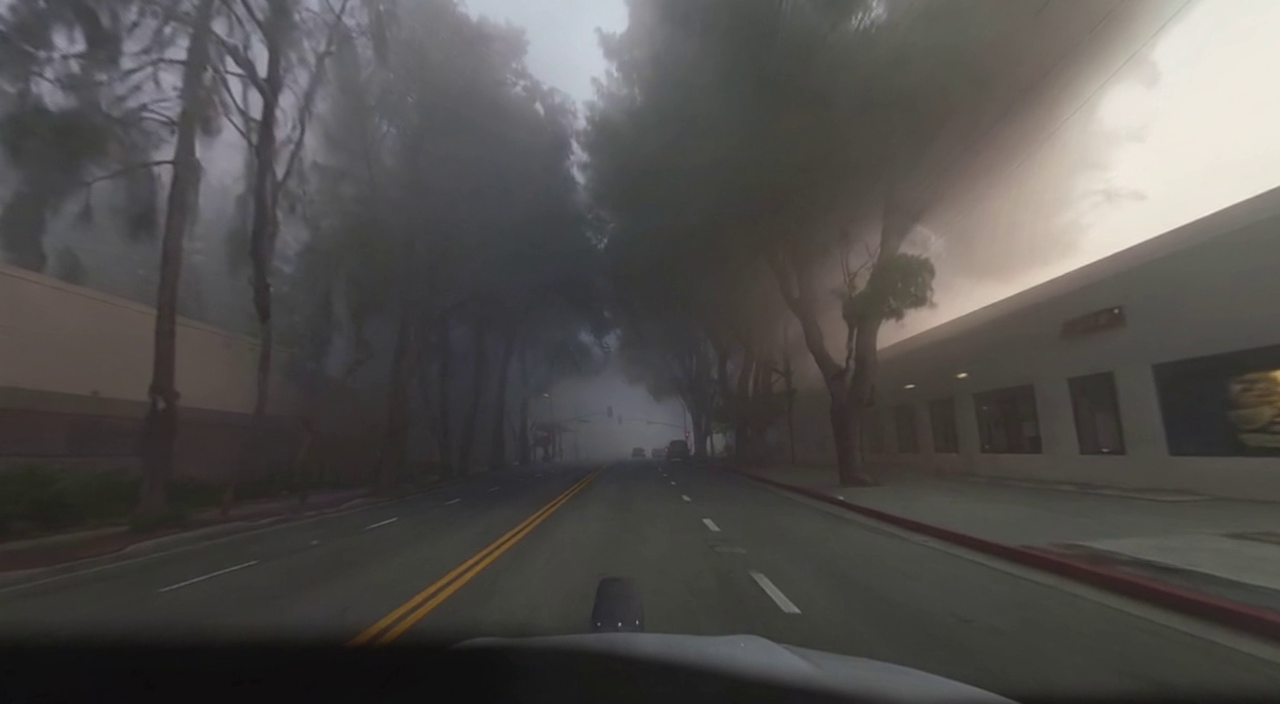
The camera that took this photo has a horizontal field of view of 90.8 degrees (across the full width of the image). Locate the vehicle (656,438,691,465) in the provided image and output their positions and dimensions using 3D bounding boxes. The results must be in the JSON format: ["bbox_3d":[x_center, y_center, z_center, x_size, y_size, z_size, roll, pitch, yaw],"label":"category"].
[{"bbox_3d":[2.567,7.851,49.907,2.268,1.954,5.213,0,-9,-2],"label":"vehicle"}]
